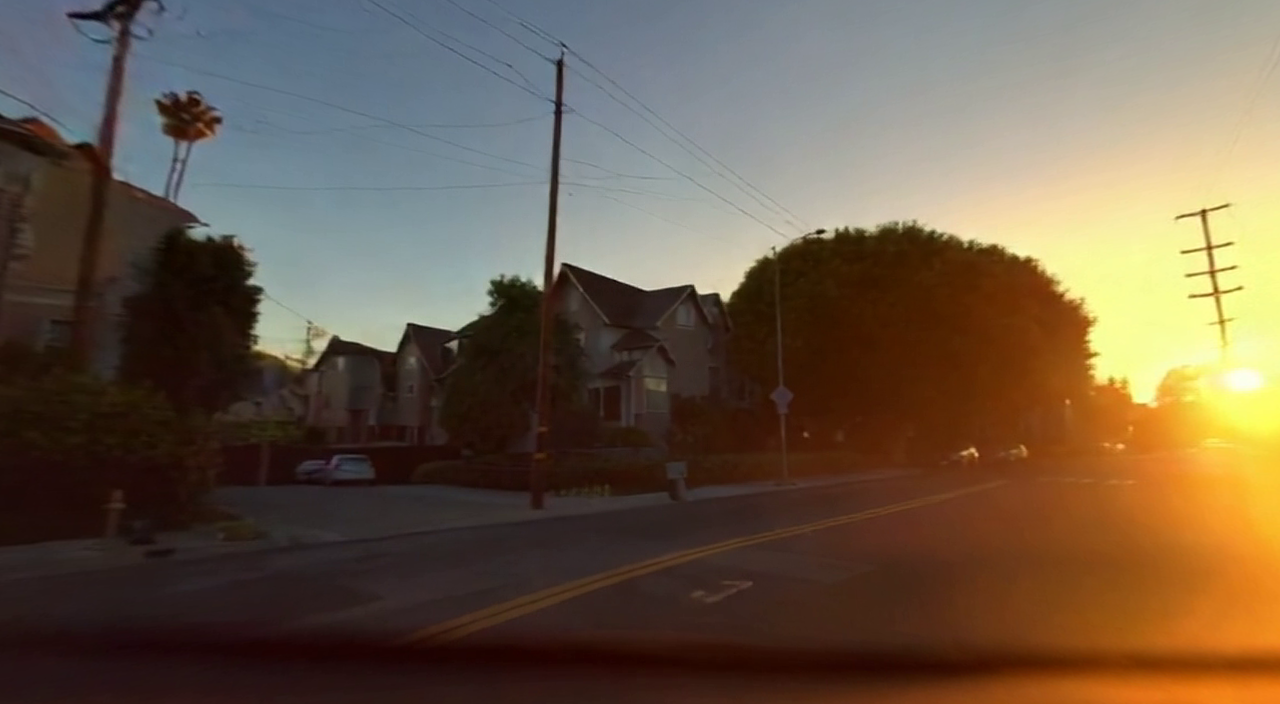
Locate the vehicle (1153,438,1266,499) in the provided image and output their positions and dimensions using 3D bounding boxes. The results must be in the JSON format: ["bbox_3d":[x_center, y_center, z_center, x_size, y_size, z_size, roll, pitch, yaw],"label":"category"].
[{"bbox_3d":[16.267,3.271,18.001,2.014,1.482,4.599,-8,-12,42],"label":"vehicle"}]

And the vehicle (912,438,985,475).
[{"bbox_3d":[16.072,5.397,32.739,2.027,1.695,4.437,-13,-15,41],"label":"vehicle"}]

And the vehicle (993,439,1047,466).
[{"bbox_3d":[26.913,7.098,44.567,2.120,1.799,5.370,-9,-13,41],"label":"vehicle"}]

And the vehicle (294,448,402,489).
[{"bbox_3d":[-12.449,4.934,27.005,3.784,1.532,1.650,6,-11,-42],"label":"vehicle"}]
